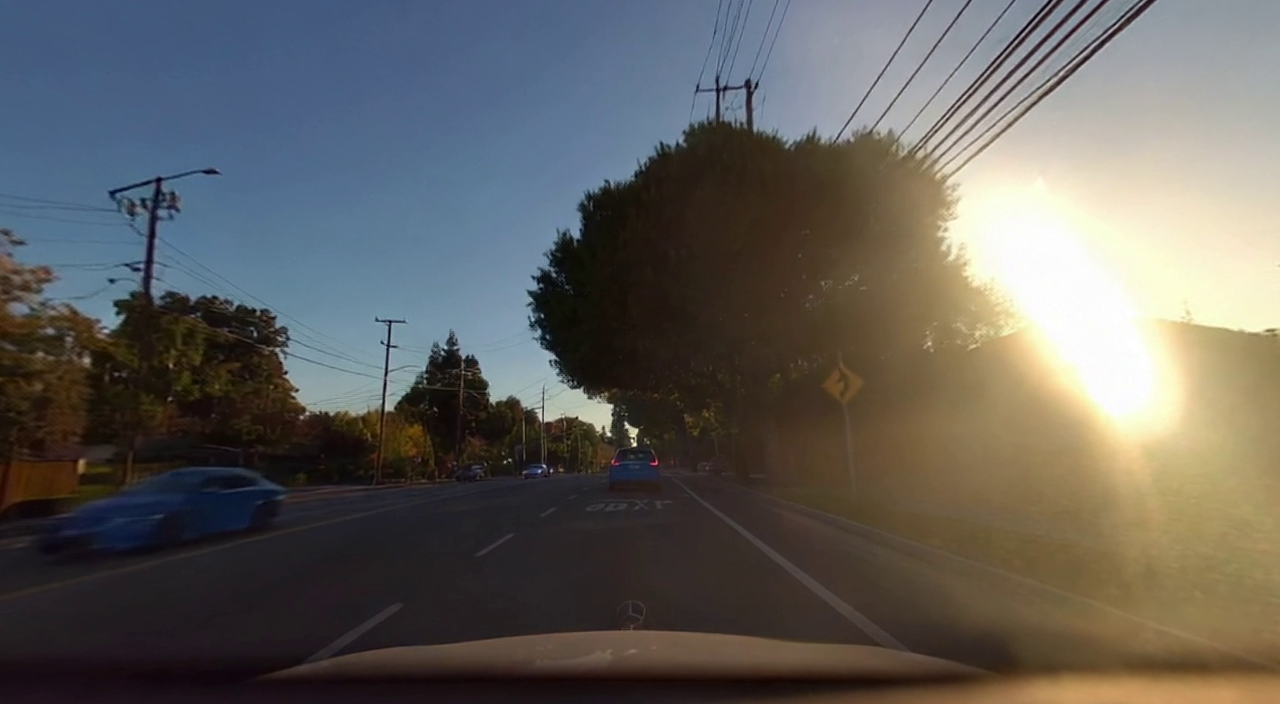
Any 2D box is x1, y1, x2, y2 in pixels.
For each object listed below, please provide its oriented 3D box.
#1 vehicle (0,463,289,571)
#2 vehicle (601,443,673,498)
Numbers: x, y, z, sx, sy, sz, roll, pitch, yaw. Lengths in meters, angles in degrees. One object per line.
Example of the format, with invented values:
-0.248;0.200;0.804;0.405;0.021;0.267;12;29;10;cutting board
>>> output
-9.082;2.958;12.092;1.960;1.490;4.674;0;-8;0;vehicle
-0.111;3.942;21.509;2.200;1.653;4.127;0;-8;0;vehicle
